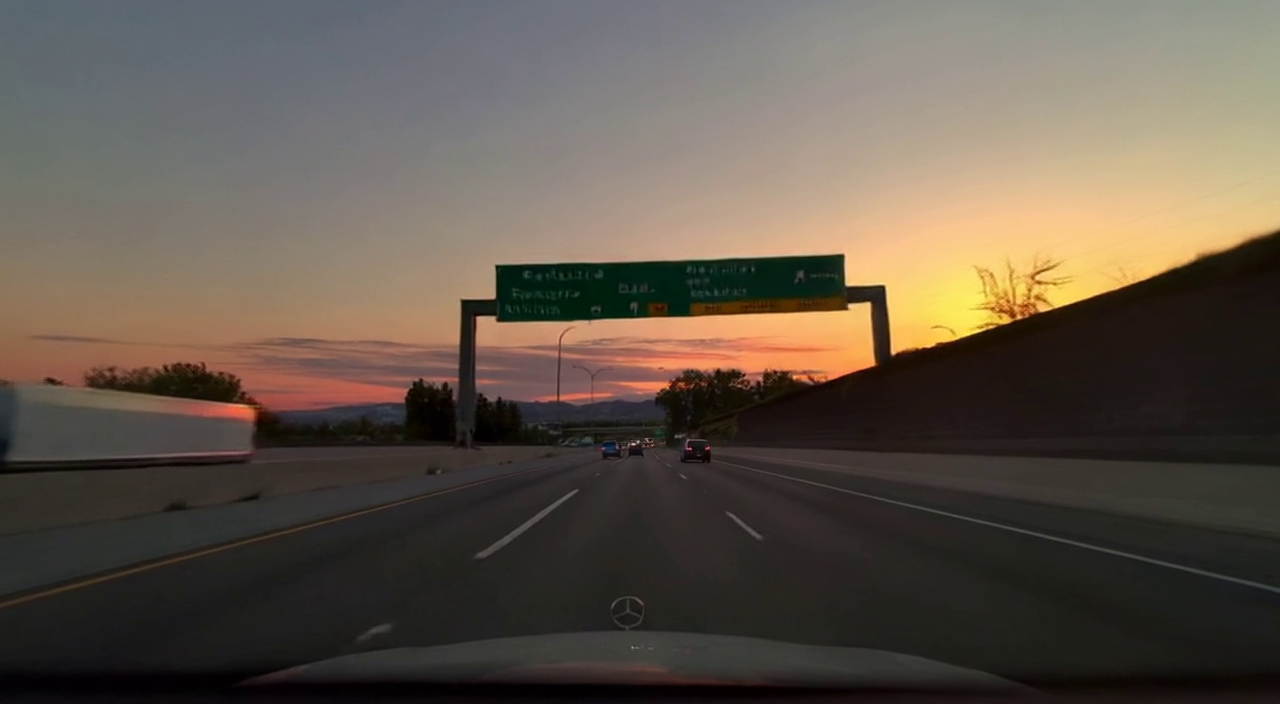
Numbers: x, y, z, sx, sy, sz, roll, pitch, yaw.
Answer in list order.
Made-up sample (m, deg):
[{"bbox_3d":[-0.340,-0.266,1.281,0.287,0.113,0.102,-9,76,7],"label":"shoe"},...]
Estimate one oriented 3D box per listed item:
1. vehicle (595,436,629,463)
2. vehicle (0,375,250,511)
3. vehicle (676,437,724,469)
[{"bbox_3d":[-2.138,7.628,49.194,2.291,2.052,4.887,0,-9,1],"label":"vehicle"},{"bbox_3d":[-21.114,3.561,24.338,3.003,4.108,14.055,0,-8,0],"label":"vehicle"},{"bbox_3d":[3.262,5.603,34.947,2.202,1.682,4.188,0,-8,0],"label":"vehicle"}]
